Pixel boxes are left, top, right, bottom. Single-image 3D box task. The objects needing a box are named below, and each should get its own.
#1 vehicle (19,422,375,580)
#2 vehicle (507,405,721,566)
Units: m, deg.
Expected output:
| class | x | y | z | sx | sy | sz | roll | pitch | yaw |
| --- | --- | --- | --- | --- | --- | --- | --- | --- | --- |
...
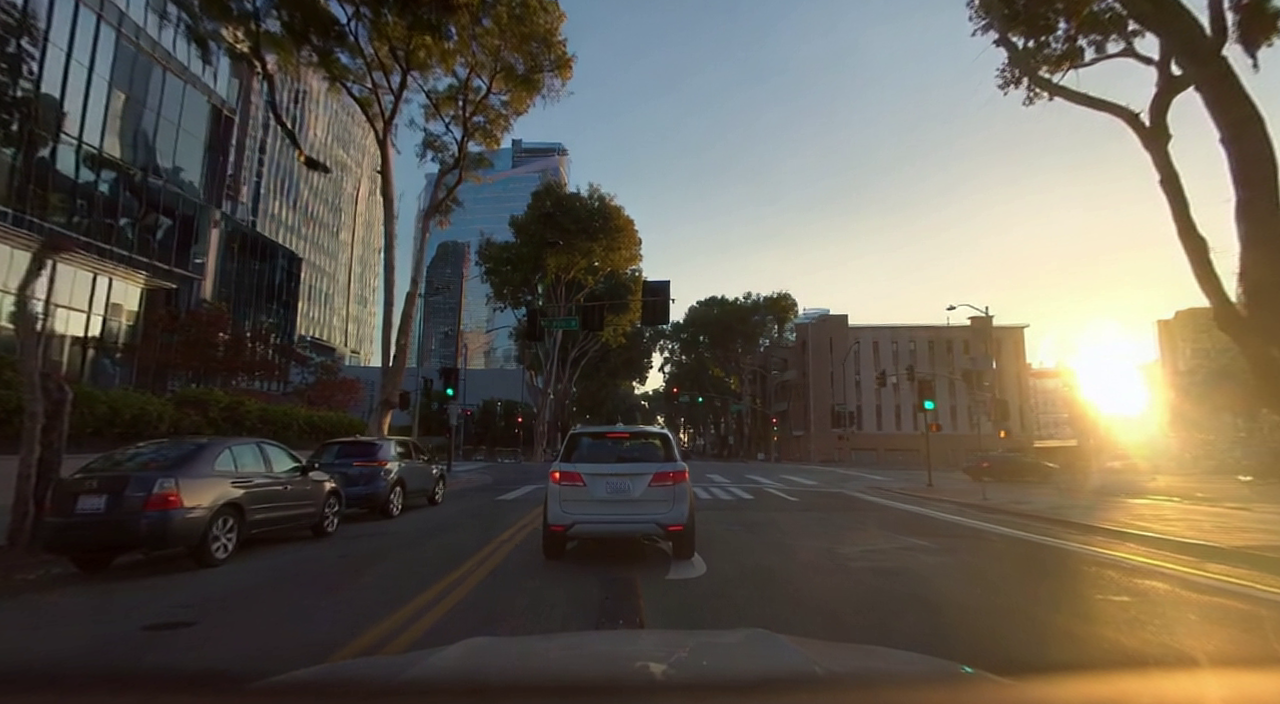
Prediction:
| class | x | y | z | sx | sy | sz | roll | pitch | yaw |
| --- | --- | --- | --- | --- | --- | --- | --- | --- | --- |
| vehicle | -5.763 | 1.957 | 9.172 | 1.904 | 1.684 | 4.529 | 0 | -9 | -1 |
| vehicle | -0.249 | 1.707 | 8.705 | 2.258 | 1.687 | 3.934 | 0 | -9 | 1 |
